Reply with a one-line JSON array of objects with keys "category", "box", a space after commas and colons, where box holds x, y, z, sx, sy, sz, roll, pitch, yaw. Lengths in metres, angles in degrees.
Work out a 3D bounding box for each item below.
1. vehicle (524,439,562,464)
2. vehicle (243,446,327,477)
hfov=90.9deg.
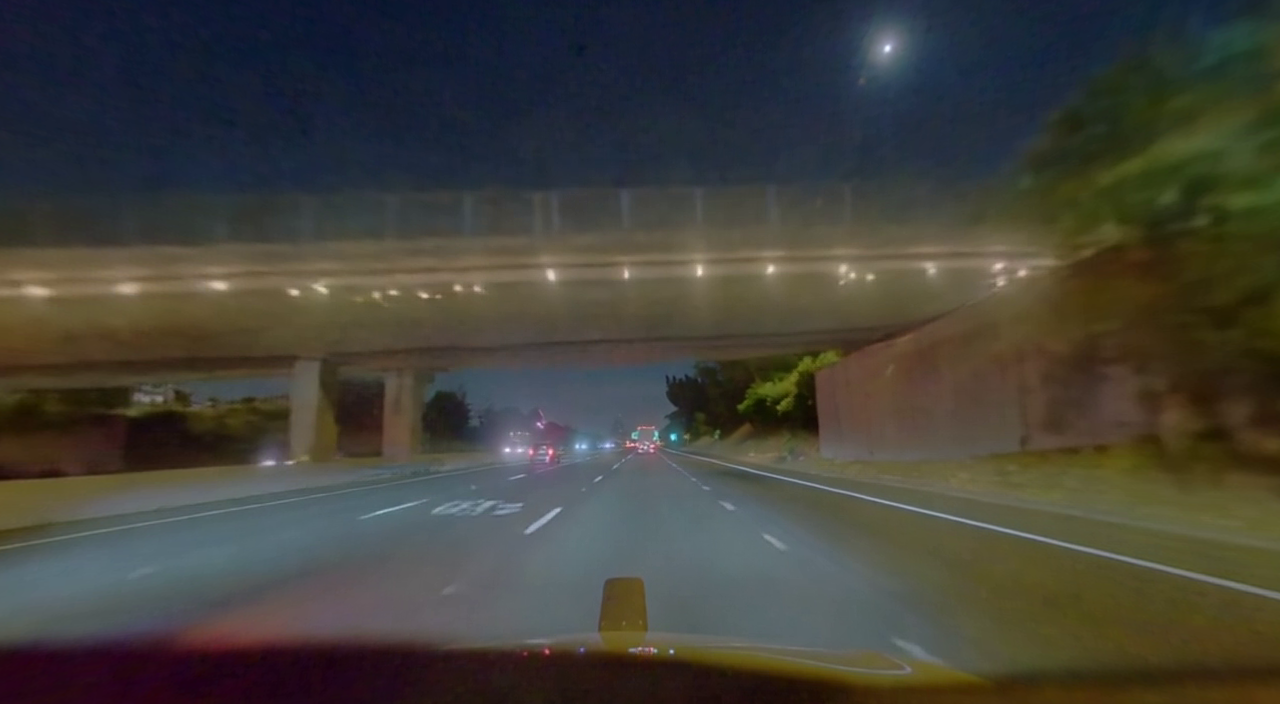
[{"category": "vehicle", "box": [-7.033, 7.212, 45.968, 1.981, 1.685, 4.171, 0, -8, 2]}, {"category": "vehicle", "box": [-20.010, 6.156, 35.812, 1.933, 1.607, 4.790, 0, -8, 1]}]
